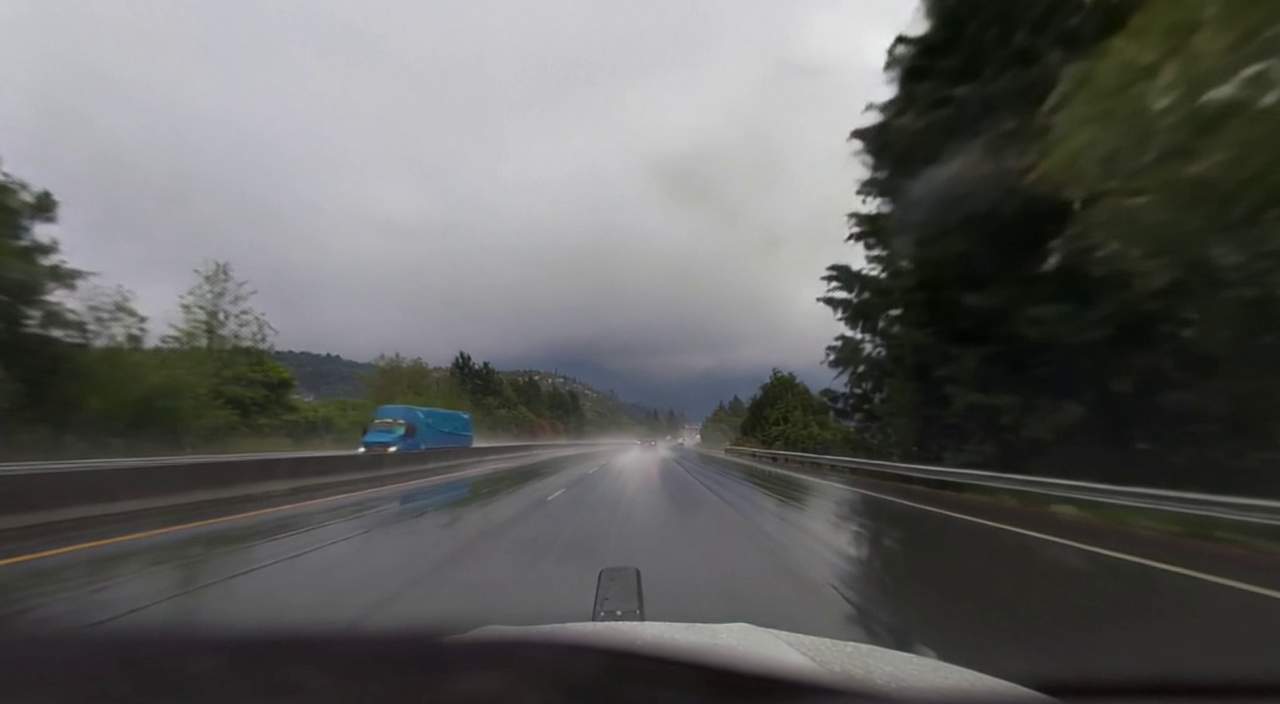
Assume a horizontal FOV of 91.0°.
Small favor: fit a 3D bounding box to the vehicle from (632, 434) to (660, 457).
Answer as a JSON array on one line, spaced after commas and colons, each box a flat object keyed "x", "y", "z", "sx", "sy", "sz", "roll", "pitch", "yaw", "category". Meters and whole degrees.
[{"x": 0.460, "y": 7.140, "z": 48.049, "sx": 2.058, "sy": 1.649, "sz": 3.942, "roll": 0, "pitch": -8, "yaw": 0, "category": "vehicle"}]

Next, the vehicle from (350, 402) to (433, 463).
[{"x": -16.300, "y": 5.375, "z": 41.789, "sx": 3.000, "sy": 3.720, "sz": 5.942, "roll": 0, "pitch": -8, "yaw": 0, "category": "vehicle"}]
